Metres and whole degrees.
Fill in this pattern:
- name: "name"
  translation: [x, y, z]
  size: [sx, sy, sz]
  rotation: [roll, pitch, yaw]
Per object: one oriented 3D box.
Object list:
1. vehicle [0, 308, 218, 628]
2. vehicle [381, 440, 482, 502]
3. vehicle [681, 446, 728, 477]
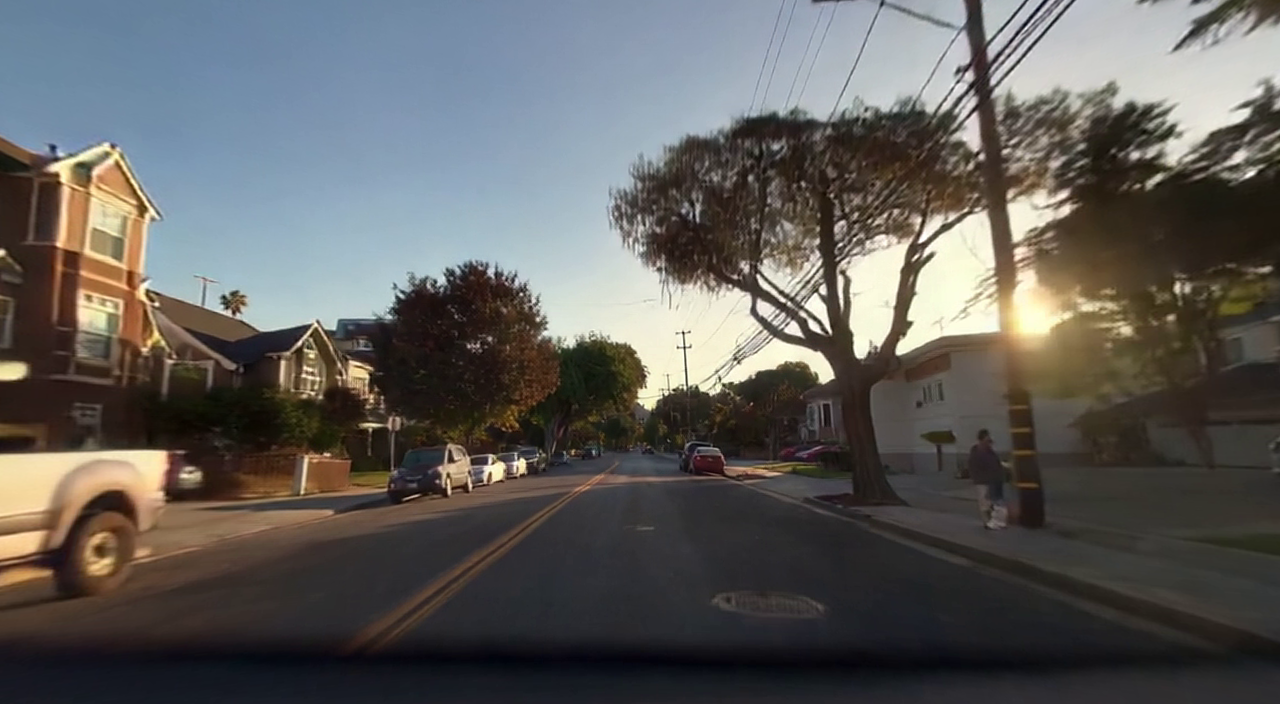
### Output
- name: "vehicle"
  translation: [-6.756, 0.995, 5.341]
  size: [2.439, 2.724, 5.647]
  rotation: [-1, -10, -1]
- name: "vehicle"
  translation: [-6.768, 3.876, 21.025]
  size: [1.963, 1.820, 4.297]
  rotation: [0, -9, -1]
- name: "vehicle"
  translation: [3.305, 5.726, 33.302]
  size: [1.869, 1.453, 4.237]
  rotation: [0, -9, -2]
